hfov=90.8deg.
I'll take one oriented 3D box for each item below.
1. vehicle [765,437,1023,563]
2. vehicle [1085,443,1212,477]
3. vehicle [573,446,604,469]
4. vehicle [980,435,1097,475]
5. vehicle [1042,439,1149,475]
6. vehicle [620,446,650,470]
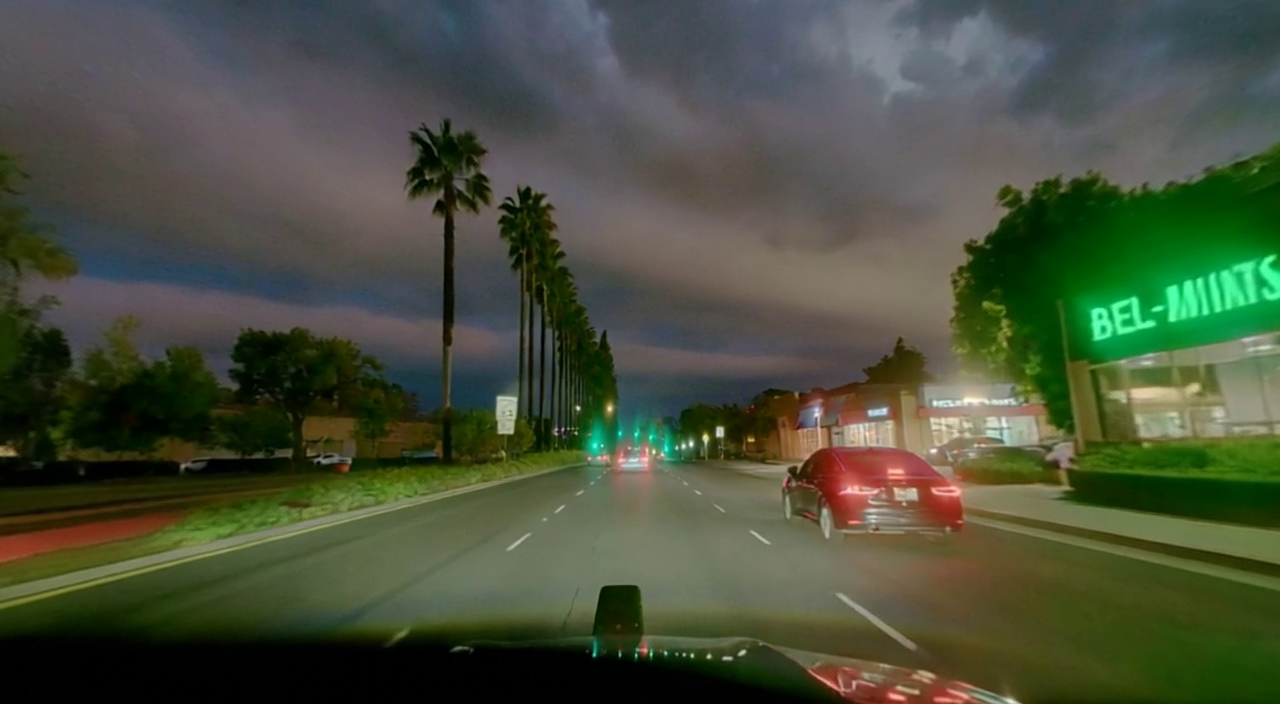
[{"bbox_3d":[3.571,2.168,10.061,2.090,1.503,4.566,0,-9,-2],"label":"vehicle"},{"bbox_3d":[23.170,4.926,29.045,2.094,1.433,4.216,0,-9,-5],"label":"vehicle"},{"bbox_3d":[-3.969,8.264,49.627,2.071,1.744,4.500,0,-9,0],"label":"vehicle"},{"bbox_3d":[18.067,4.716,29.021,2.005,1.635,4.944,0,-9,-2],"label":"vehicle"},{"bbox_3d":[20.729,4.800,28.956,1.909,1.511,3.835,0,-9,-2],"label":"vehicle"},{"bbox_3d":[-0.392,7.598,45.380,2.102,1.653,3.698,0,-9,-1],"label":"vehicle"}]
